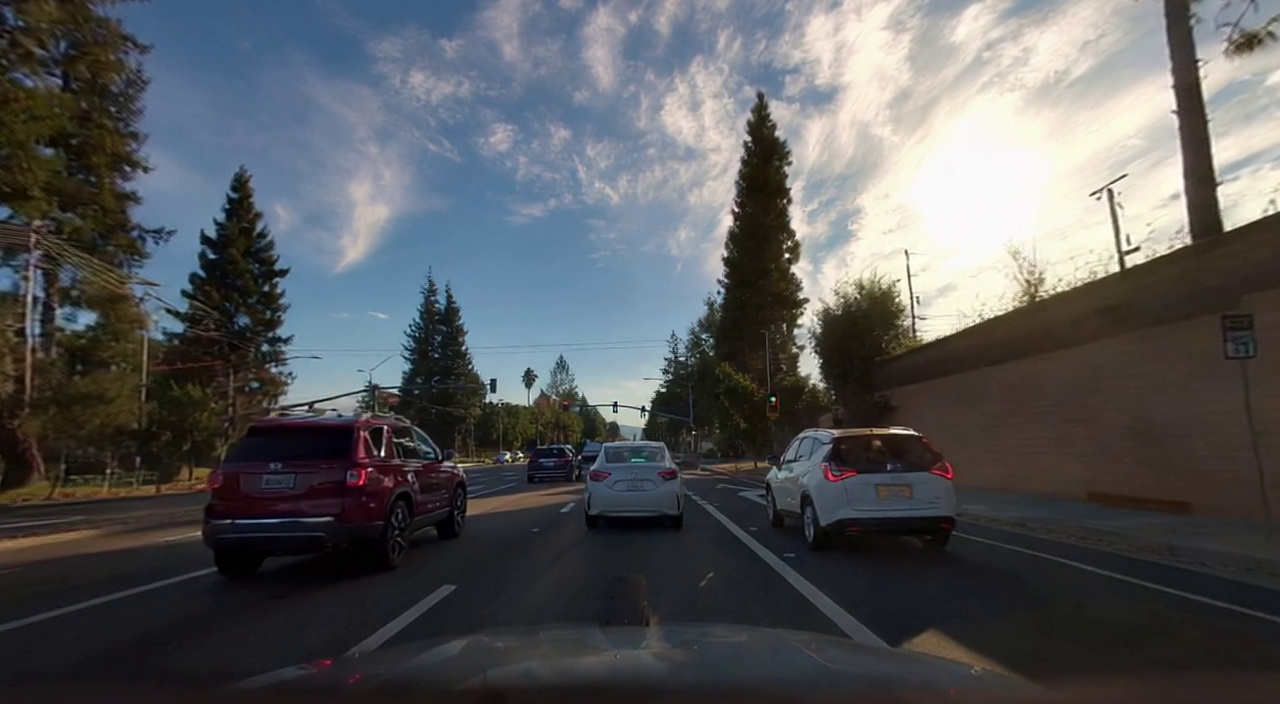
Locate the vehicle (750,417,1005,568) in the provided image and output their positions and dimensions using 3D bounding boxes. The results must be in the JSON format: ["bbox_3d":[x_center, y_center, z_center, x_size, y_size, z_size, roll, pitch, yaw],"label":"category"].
[{"bbox_3d":[3.081,1.911,9.370,2.029,1.702,4.281,0,-8,-1],"label":"vehicle"}]

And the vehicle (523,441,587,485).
[{"bbox_3d":[-3.667,4.886,28.128,2.067,1.759,4.631,0,-8,2],"label":"vehicle"}]

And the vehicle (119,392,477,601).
[{"bbox_3d":[-3.727,1.654,8.098,2.070,1.913,4.450,0,-8,0],"label":"vehicle"}]

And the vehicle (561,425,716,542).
[{"bbox_3d":[-0.008,2.201,11.182,2.245,1.677,3.913,0,-8,0],"label":"vehicle"}]
